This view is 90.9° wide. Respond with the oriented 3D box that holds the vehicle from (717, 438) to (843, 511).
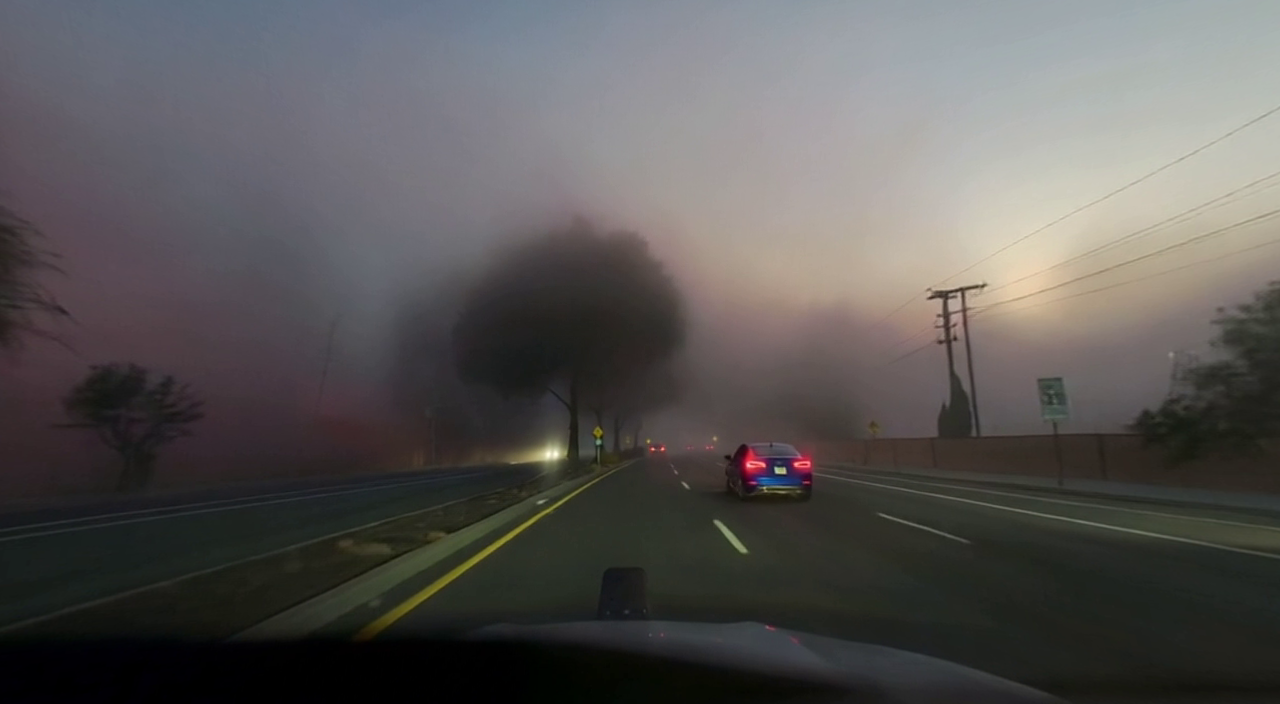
[{"bbox_3d":[3.164,2.861,15.232,2.063,1.481,4.247,0,-8,0],"label":"vehicle"}]
